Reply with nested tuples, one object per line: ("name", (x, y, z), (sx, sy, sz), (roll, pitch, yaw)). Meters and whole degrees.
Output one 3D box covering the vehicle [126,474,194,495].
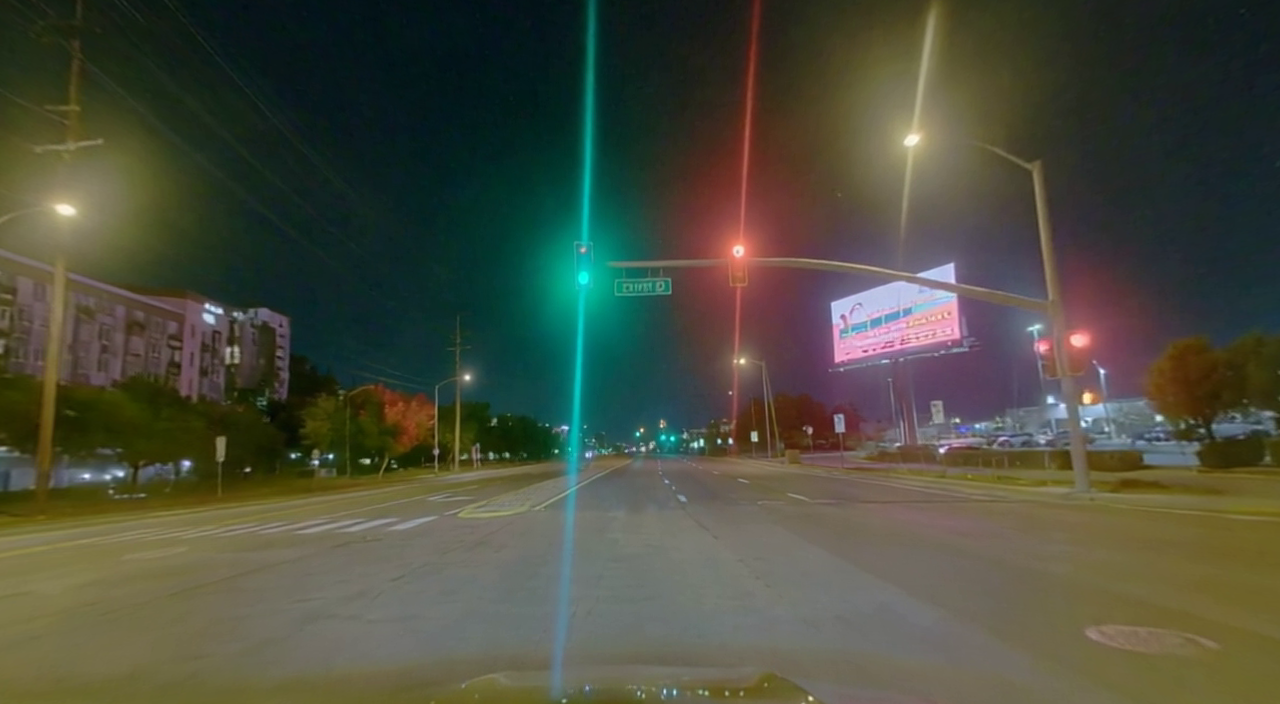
("vehicle", (-37.419, 10.319, 49.249), (1.736, 1.399, 4.271), (-1, -9, 4))
